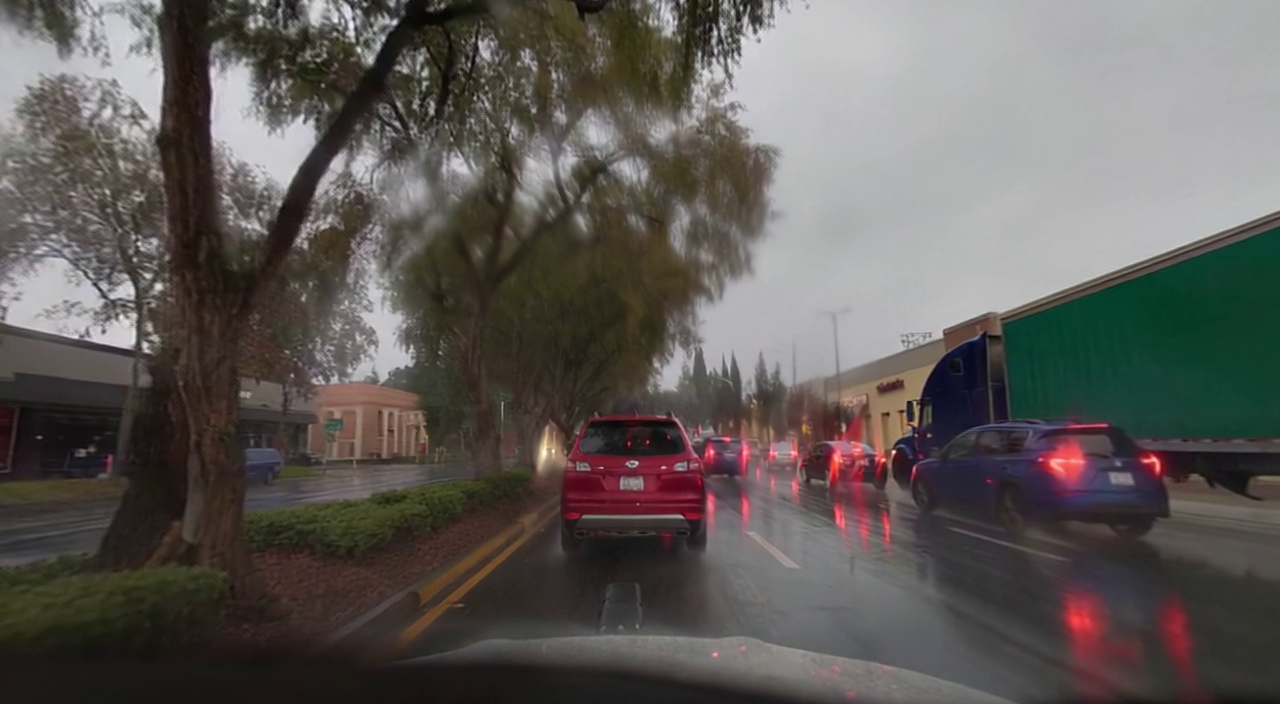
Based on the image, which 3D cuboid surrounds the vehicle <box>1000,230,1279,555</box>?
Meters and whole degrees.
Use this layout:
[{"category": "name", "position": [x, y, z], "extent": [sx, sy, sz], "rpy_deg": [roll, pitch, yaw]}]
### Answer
[{"category": "vehicle", "position": [9.976, 0.169, 5.977], "extent": [2.879, 4.284, 17.334], "rpy_deg": [0, -9, 0]}]

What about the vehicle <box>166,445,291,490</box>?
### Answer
[{"category": "vehicle", "position": [-19.269, 5.405, 29.994], "extent": [2.302, 1.939, 5.221], "rpy_deg": [0, -9, 1]}]

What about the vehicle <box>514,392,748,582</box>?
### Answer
[{"category": "vehicle", "position": [-0.124, 1.659, 8.463], "extent": [2.320, 1.880, 4.192], "rpy_deg": [0, -9, -1]}]

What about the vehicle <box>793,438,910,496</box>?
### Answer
[{"category": "vehicle", "position": [6.250, 3.452, 19.327], "extent": [2.035, 1.553, 4.465], "rpy_deg": [0, -9, 0]}]
